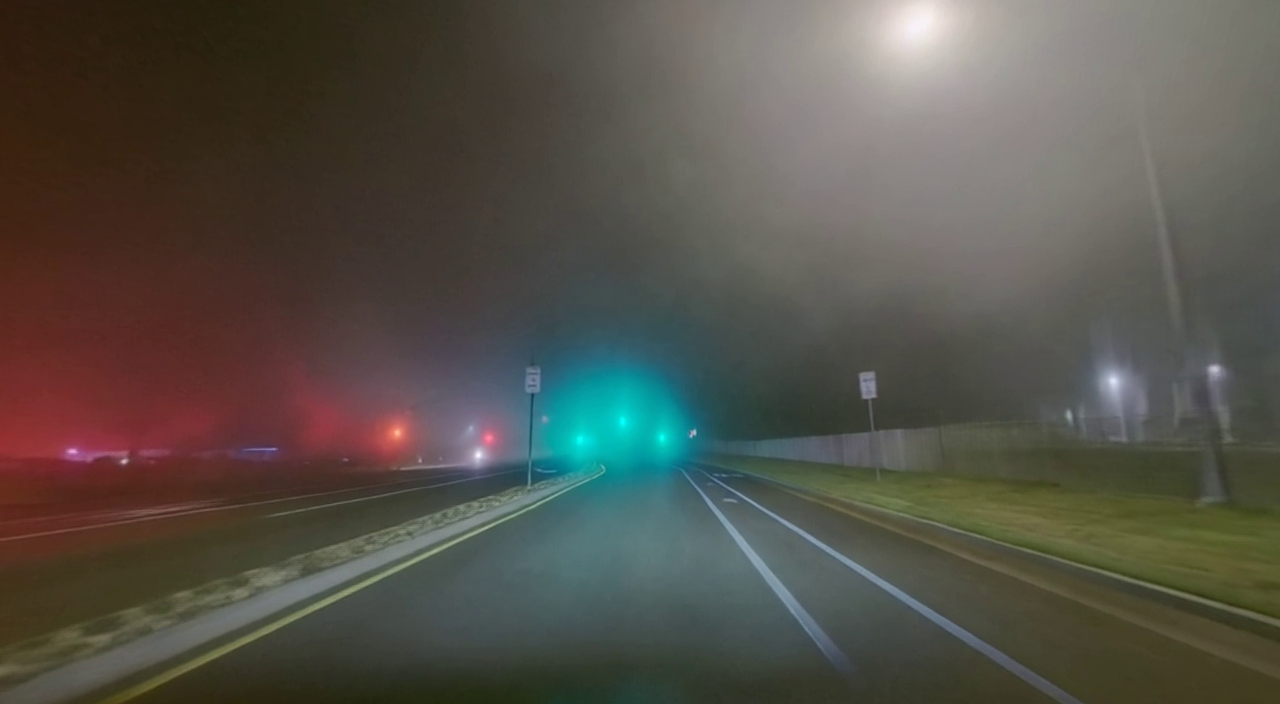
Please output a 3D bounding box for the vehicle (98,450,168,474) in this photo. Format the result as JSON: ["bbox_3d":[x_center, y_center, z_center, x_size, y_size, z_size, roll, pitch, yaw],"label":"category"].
[{"bbox_3d":[-34.867,7.554,43.465,1.755,1.572,3.610,0,-8,1],"label":"vehicle"}]

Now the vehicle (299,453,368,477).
[{"bbox_3d":[-21.325,7.840,44.099,1.919,1.497,5.140,-1,-8,4],"label":"vehicle"}]

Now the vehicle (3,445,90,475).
[{"bbox_3d":[-39.881,7.233,42.453,1.948,1.790,3.851,0,-6,4],"label":"vehicle"}]
